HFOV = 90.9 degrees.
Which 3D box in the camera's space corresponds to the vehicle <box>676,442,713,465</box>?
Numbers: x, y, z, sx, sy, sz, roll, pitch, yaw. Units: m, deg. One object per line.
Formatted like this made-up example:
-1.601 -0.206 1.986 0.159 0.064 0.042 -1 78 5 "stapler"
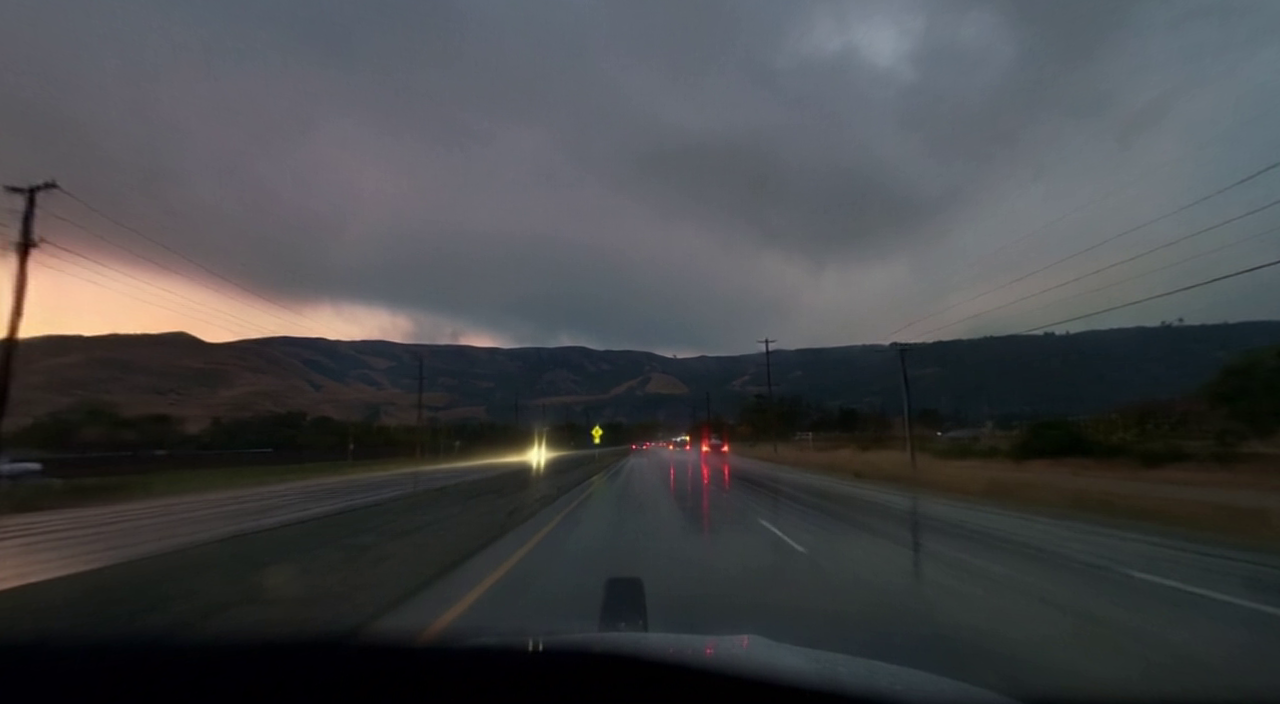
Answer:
3.682 7.003 43.703 2.148 1.538 4.430 0 -8 0 "vehicle"
